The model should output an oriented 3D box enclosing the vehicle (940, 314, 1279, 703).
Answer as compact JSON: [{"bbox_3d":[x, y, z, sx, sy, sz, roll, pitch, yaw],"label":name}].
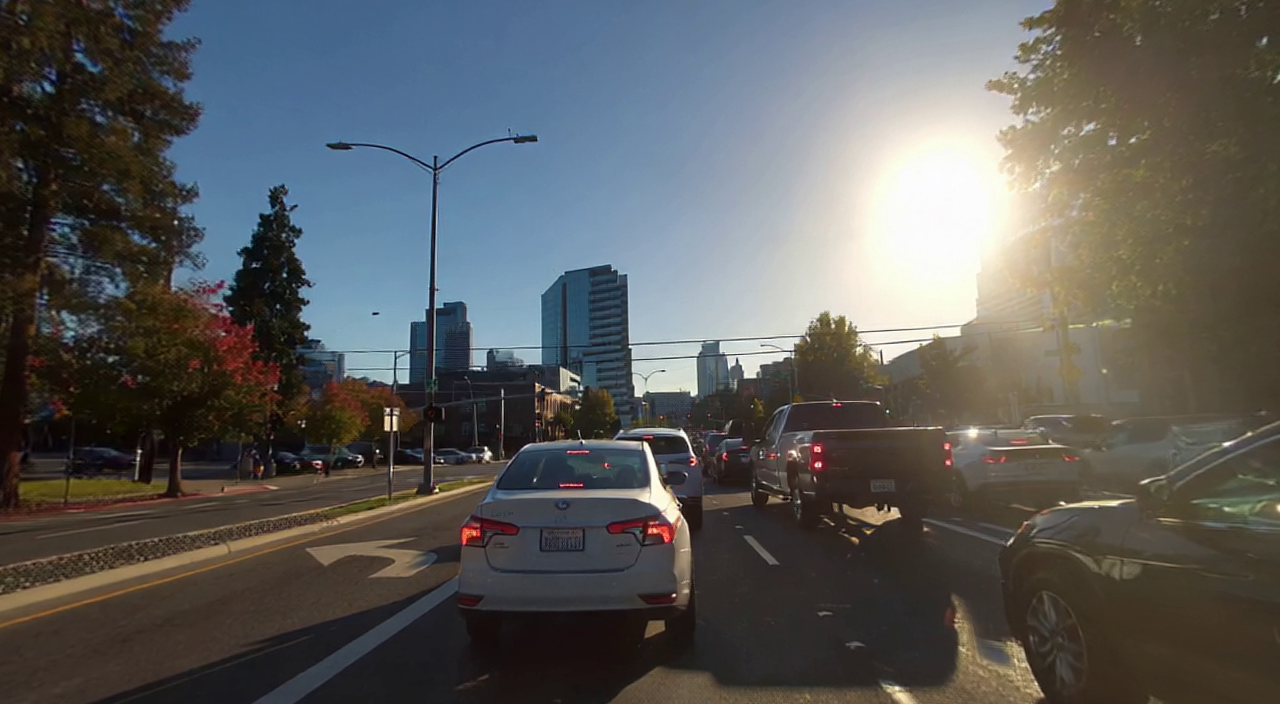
[{"bbox_3d":[3.166,0.747,2.119,2.024,1.723,4.714,0,-8,1],"label":"vehicle"}]

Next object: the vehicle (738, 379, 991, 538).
[{"bbox_3d":[3.550,1.896,11.666,2.497,2.186,5.890,0,-8,0],"label":"vehicle"}]

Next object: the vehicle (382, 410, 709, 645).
[{"bbox_3d":[-0.568,1.481,6.360,2.172,1.536,4.250,0,-8,2],"label":"vehicle"}]
